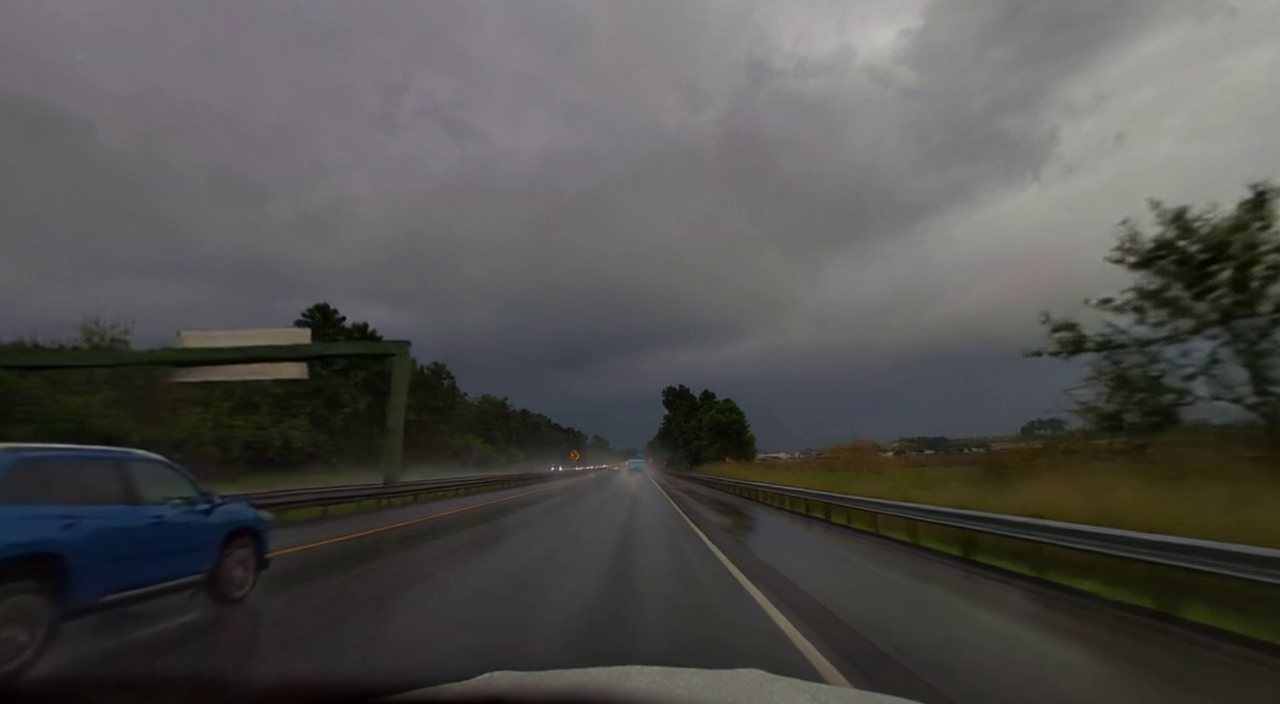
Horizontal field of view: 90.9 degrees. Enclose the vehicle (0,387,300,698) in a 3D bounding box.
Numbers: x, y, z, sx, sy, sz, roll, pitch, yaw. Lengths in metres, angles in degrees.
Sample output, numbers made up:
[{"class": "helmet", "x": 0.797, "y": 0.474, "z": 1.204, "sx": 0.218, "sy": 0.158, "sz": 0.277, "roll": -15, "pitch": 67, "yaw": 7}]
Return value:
[{"class": "vehicle", "x": -4.434, "y": 1.138, "z": 4.074, "sx": 2.042, "sy": 1.629, "sz": 4.276, "roll": 1, "pitch": -10, "yaw": 0}]
